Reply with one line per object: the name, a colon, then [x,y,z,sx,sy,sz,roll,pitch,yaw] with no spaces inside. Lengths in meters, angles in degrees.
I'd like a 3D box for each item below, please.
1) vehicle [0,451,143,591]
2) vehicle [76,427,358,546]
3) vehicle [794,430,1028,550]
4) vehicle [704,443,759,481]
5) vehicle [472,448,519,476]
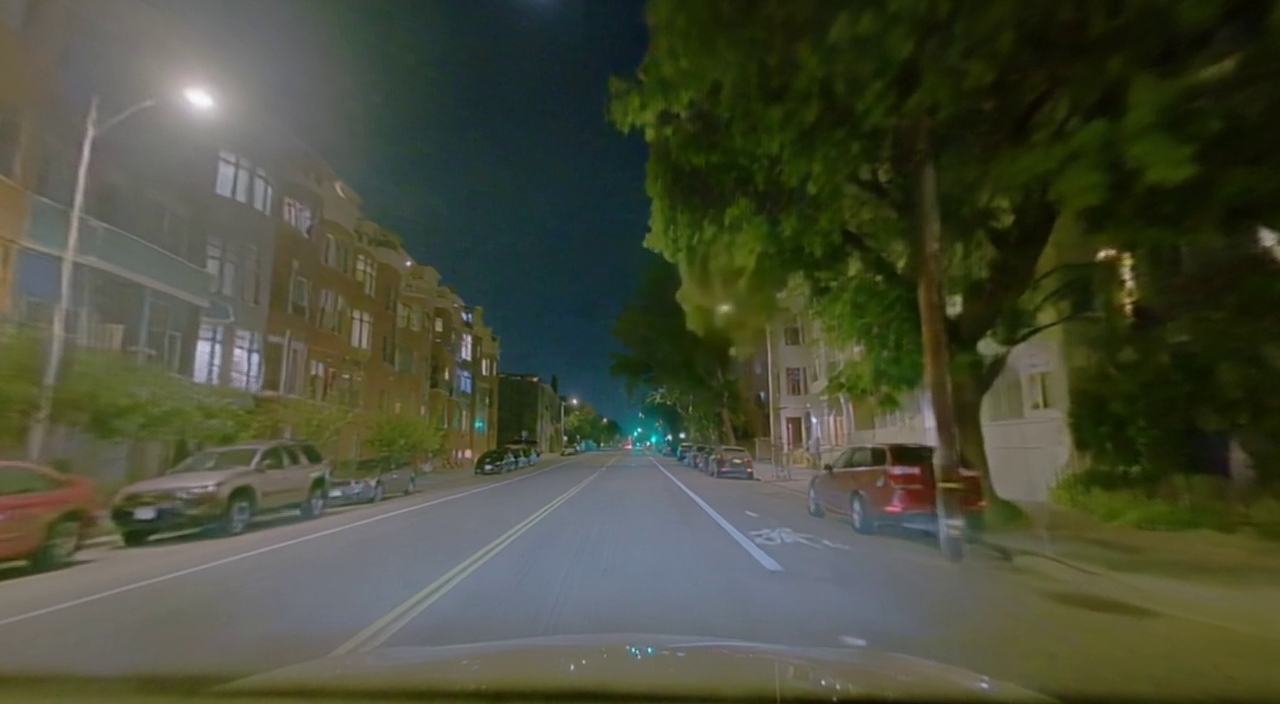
vehicle: [-7.993,1.826,6.705,1.967,1.517,4.360,0,-9,-2]
vehicle: [-7.872,2.541,12.615,2.283,1.853,4.903,-1,-9,-1]
vehicle: [4.361,2.272,11.109,2.034,1.674,4.271,1,-9,-3]
vehicle: [4.060,4.960,28.769,1.845,1.556,3.929,0,-9,-1]
vehicle: [-8.264,6.306,36.446,1.852,1.482,3.916,0,-9,-2]
